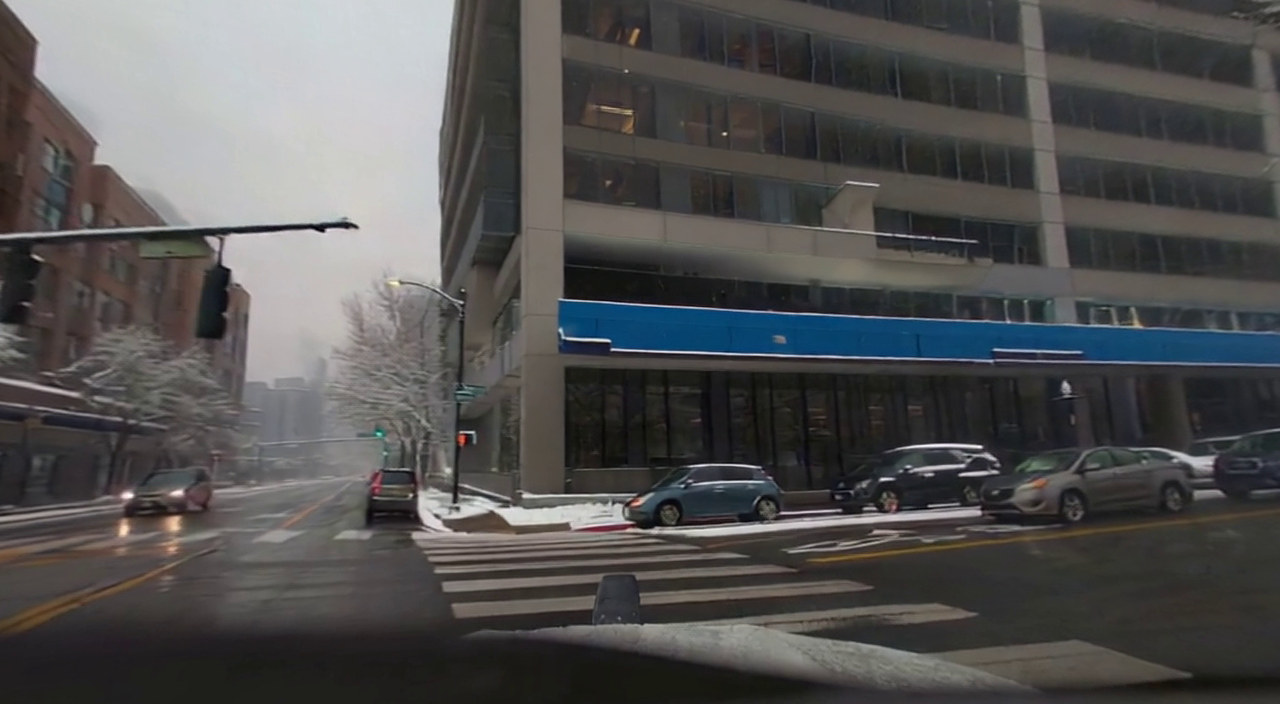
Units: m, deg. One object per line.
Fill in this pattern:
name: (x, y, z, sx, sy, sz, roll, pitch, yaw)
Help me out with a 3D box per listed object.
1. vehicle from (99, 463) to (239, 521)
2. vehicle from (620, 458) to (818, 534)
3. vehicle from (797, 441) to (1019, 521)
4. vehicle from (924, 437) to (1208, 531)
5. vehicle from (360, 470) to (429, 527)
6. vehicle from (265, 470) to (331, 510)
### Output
vehicle: (-20.130, 5.934, 27.543, 2.810, 2.036, 6.550, 3, -10, -18)
vehicle: (2.047, 3.784, 16.690, 4.705, 1.732, 1.996, 3, -15, -21)
vehicle: (8.058, 3.775, 19.030, 6.107, 2.086, 2.348, 3, -10, -21)
vehicle: (8.359, 2.506, 12.470, 4.888, 1.558, 2.017, 3, -10, -20)
vehicle: (-9.553, 5.634, 24.812, 2.174, 1.780, 5.051, 3, -10, -19)
vehicle: (-16.564, 6.675, 30.822, 2.025, 1.625, 4.596, 3, -10, -19)
